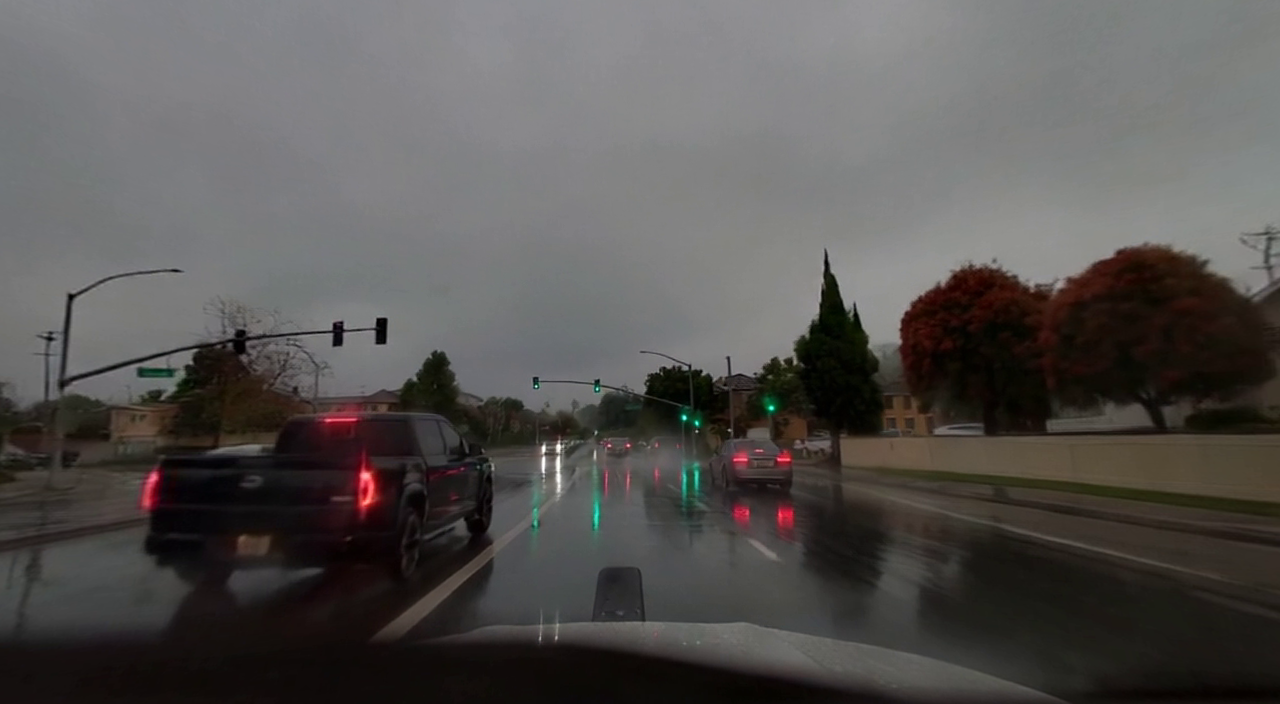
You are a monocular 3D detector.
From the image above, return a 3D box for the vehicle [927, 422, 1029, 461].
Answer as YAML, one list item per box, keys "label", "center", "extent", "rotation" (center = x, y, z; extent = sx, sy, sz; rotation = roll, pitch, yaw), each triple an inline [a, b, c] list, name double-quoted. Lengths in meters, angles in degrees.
- label: "vehicle"
  center: [16.698, 4.465, 31.548]
  extent: [2.058, 1.766, 4.563]
  rotation: [1, -8, -9]

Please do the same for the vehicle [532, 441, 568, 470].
- label: "vehicle"
  center: [-5.092, 5.877, 36.149]
  extent: [1.864, 1.505, 4.202]
  rotation: [1, -8, -5]

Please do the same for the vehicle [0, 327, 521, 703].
- label: "vehicle"
  center: [-2.968, 1.292, 6.335]
  extent: [2.354, 1.948, 6.355]
  rotation: [0, -8, 0]

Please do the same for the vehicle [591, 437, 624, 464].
- label: "vehicle"
  center: [-2.468, 7.253, 46.687]
  extent: [2.164, 1.867, 4.254]
  rotation: [1, -8, -6]

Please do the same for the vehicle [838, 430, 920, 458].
- label: "vehicle"
  center: [16.042, 6.185, 42.546]
  extent: [4.691, 1.626, 1.943]
  rotation: [-2, -7, -9]

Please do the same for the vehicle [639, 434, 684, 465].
- label: "vehicle"
  center: [1.401, 6.747, 43.851]
  extent: [2.391, 1.960, 5.600]
  rotation: [0, -8, -5]

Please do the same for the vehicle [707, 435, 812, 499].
- label: "vehicle"
  center: [3.079, 3.055, 17.170]
  extent: [1.870, 1.491, 4.009]
  rotation: [0, -8, -3]
